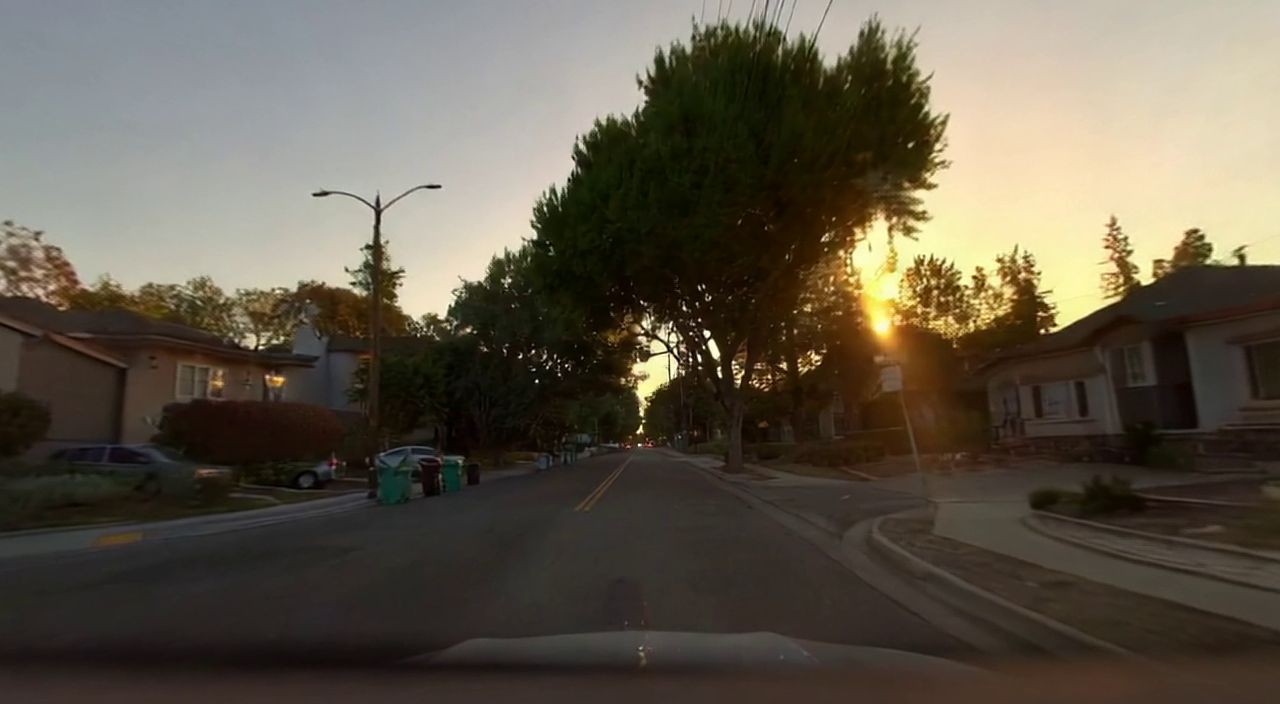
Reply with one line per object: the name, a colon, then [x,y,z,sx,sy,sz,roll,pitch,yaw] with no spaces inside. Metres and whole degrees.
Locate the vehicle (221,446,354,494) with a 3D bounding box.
vehicle: [-15.752,5.265,28.252,4.903,1.566,2.215,-7,-8,9]

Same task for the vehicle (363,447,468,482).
vehicle: [-10.258,5.092,28.826,4.293,1.484,1.981,3,-9,-23]
